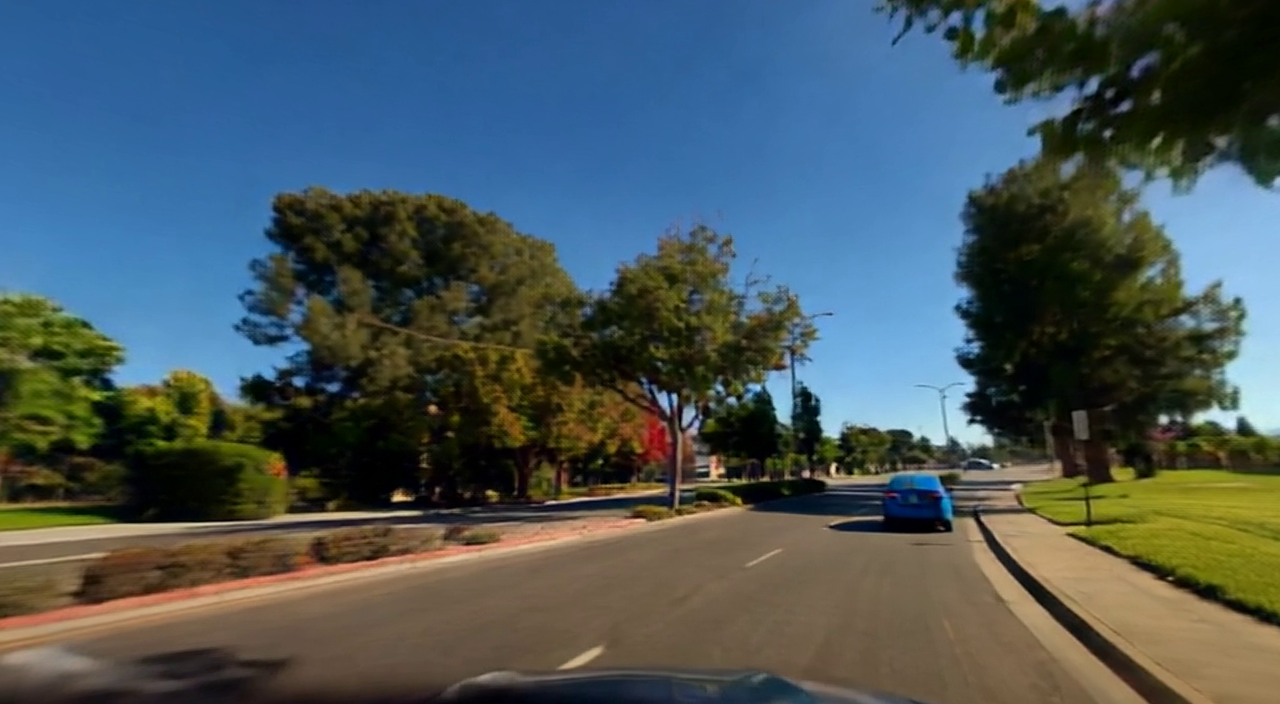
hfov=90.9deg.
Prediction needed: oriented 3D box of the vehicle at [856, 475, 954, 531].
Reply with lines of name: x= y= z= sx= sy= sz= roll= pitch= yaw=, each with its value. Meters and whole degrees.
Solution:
vehicle: x=7.485 y=4.069 z=17.469 sx=1.972 sy=1.250 sz=5.282 roll=-5 pitch=-12 yaw=27
